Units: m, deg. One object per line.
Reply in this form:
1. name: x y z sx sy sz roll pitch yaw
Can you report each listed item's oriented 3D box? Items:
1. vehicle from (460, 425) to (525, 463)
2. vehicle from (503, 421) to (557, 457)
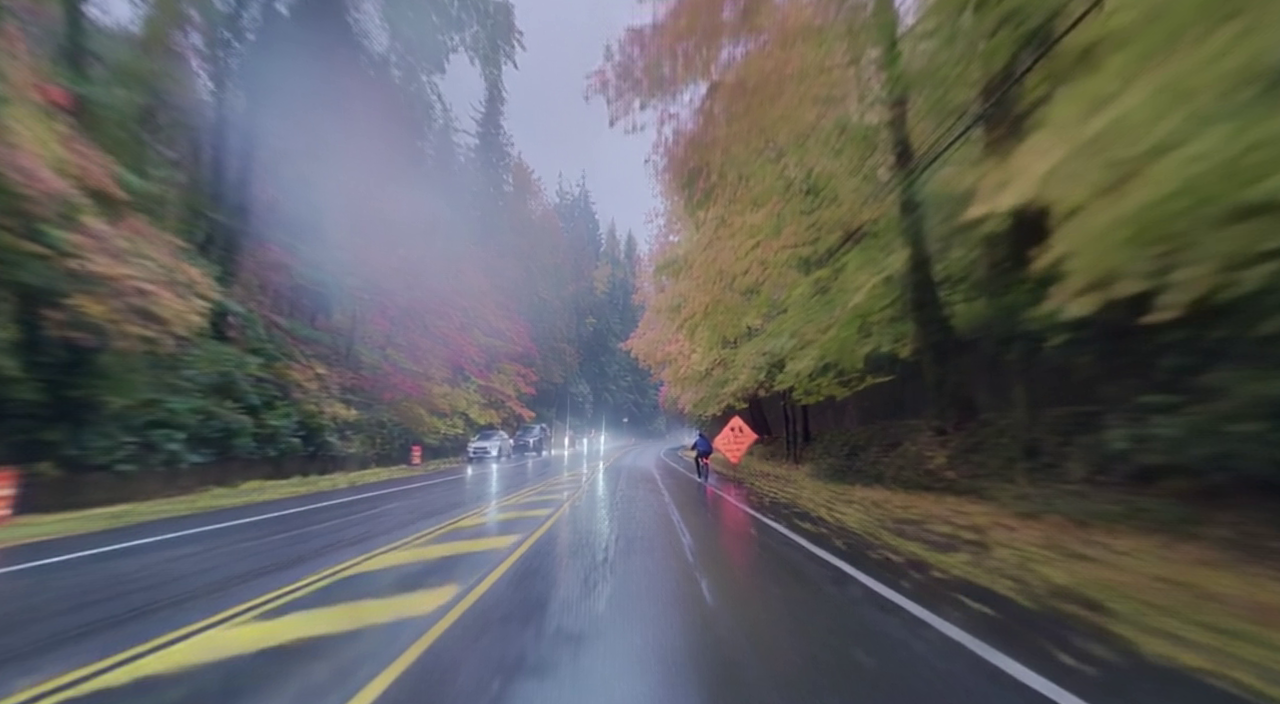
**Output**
1. vehicle: -7.686 4.837 33.360 1.991 1.759 4.443 -3 -8 5
2. vehicle: -7.090 5.688 41.231 2.312 2.075 5.748 -3 -9 2
